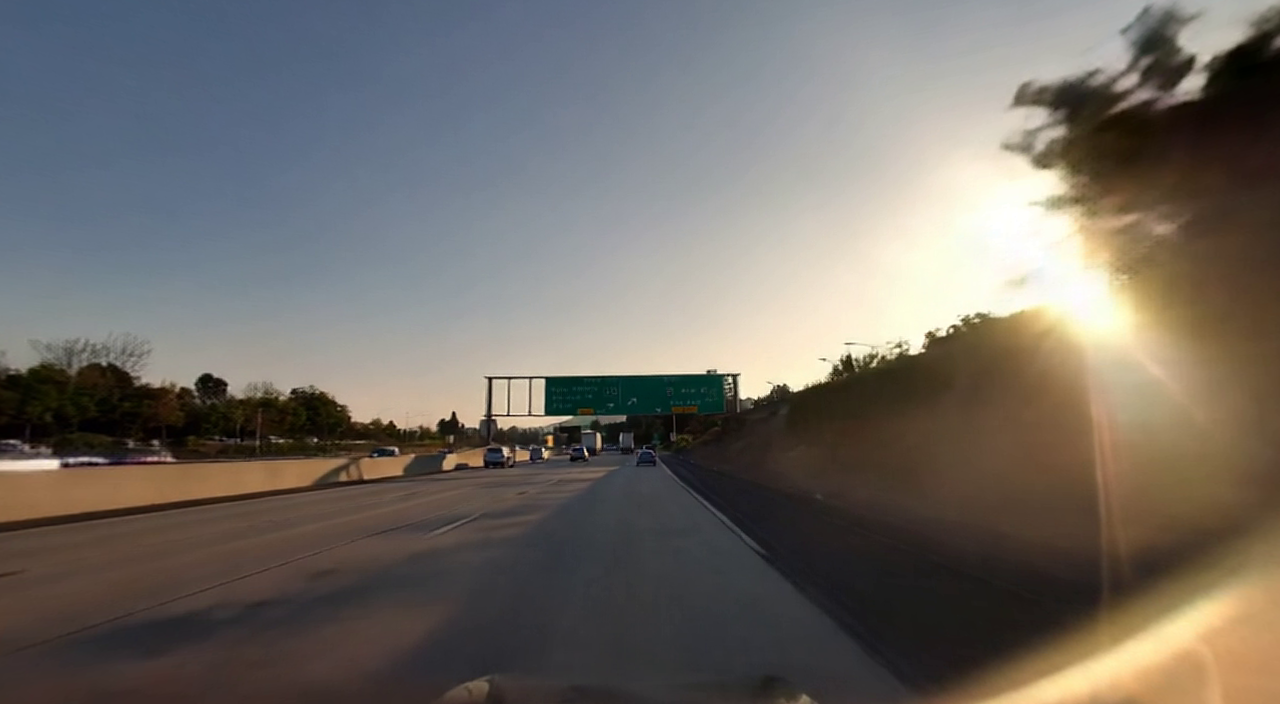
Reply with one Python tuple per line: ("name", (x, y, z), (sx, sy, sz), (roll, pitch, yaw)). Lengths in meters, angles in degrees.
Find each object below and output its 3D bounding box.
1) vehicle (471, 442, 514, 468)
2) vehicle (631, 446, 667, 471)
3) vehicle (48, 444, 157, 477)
("vehicle", (-9.851, 6.901, 42.421), (1.954, 1.605, 4.023), (0, -8, -1))
("vehicle", (0.563, 6.577, 39.256), (2.137, 1.461, 3.999), (0, -8, 0))
("vehicle", (-34.149, 6.876, 40.351), (2.186, 1.879, 5.891), (1, -8, -6))
